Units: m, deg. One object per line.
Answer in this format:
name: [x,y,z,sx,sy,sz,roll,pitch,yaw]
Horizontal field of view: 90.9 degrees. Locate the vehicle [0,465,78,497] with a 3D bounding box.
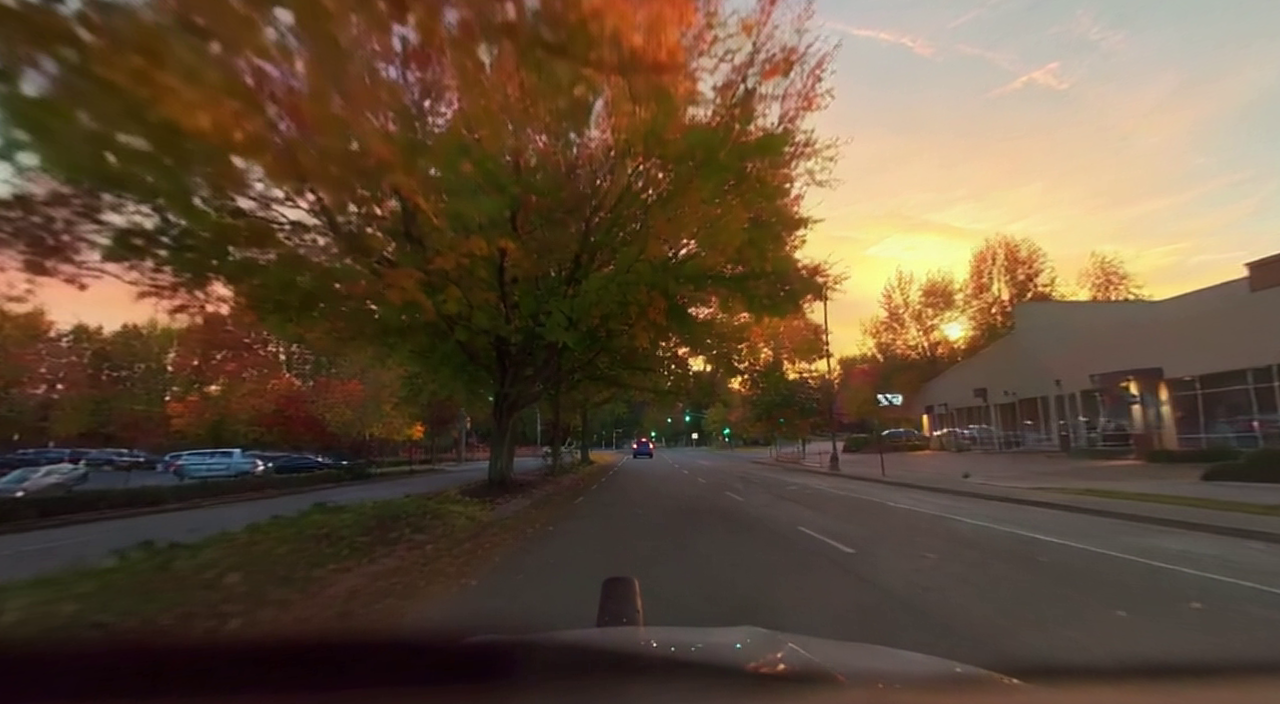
vehicle: [-34.115,7.155,35.191,1.784,1.536,3.893,0,-8,3]
